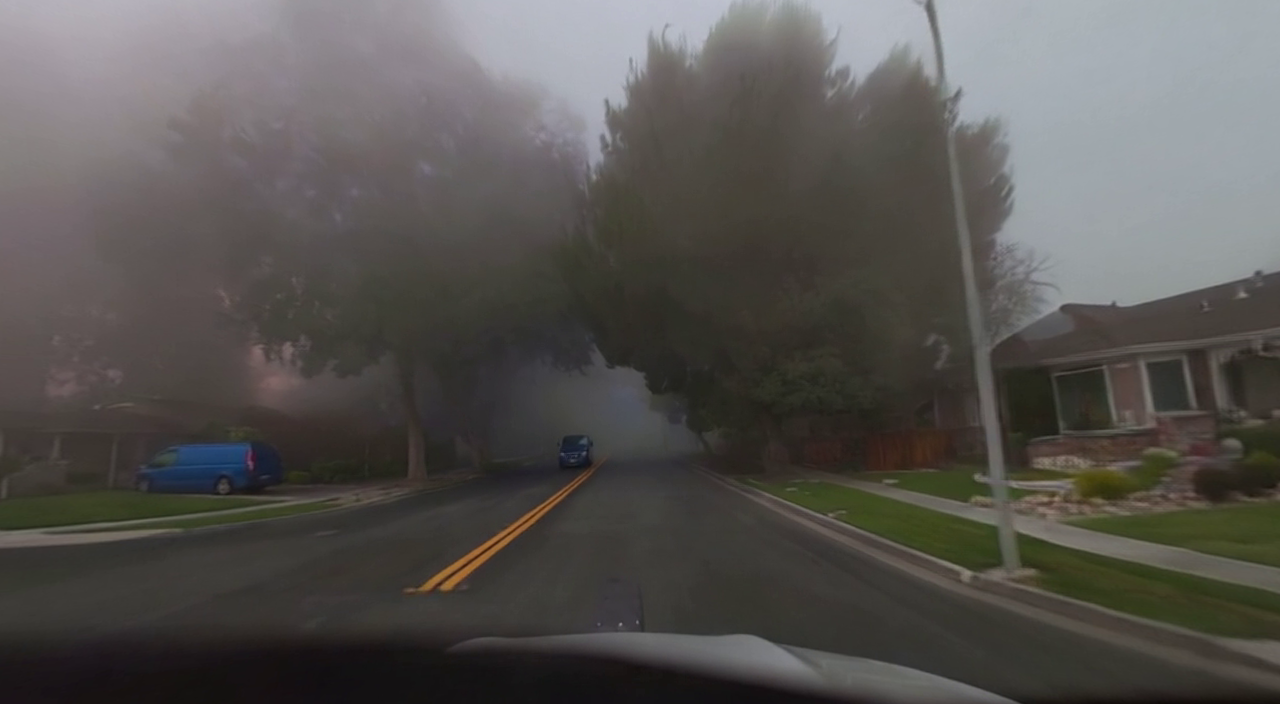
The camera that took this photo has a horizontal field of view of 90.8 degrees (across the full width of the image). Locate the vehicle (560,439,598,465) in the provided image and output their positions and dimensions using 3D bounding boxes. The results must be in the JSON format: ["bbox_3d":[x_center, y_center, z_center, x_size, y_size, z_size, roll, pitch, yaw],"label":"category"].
[{"bbox_3d":[-4.471,7.416,47.064,2.303,1.813,5.660,0,-8,0],"label":"vehicle"}]

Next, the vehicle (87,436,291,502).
[{"bbox_3d":[-14.462,3.702,20.609,2.145,1.839,4.837,-6,-10,33],"label":"vehicle"}]
